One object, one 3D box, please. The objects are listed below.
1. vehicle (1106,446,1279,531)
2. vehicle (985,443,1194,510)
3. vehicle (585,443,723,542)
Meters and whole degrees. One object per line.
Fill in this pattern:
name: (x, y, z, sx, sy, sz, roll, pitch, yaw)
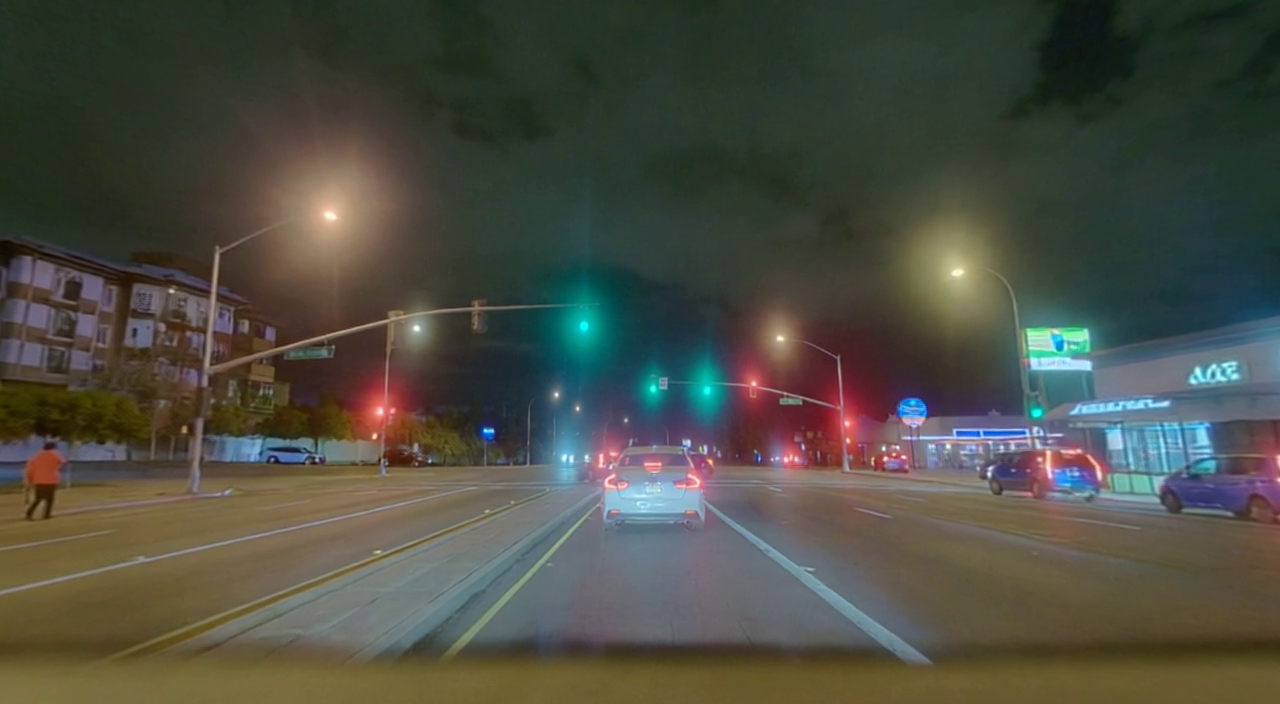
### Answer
vehicle: (14.196, 3.121, 15.050, 2.235, 1.721, 5.230, 0, -9, 1)
vehicle: (14.104, 3.916, 20.491, 2.309, 1.819, 5.793, 0, -9, -2)
vehicle: (0.228, 2.460, 11.722, 2.067, 1.471, 4.241, 0, -9, 0)
